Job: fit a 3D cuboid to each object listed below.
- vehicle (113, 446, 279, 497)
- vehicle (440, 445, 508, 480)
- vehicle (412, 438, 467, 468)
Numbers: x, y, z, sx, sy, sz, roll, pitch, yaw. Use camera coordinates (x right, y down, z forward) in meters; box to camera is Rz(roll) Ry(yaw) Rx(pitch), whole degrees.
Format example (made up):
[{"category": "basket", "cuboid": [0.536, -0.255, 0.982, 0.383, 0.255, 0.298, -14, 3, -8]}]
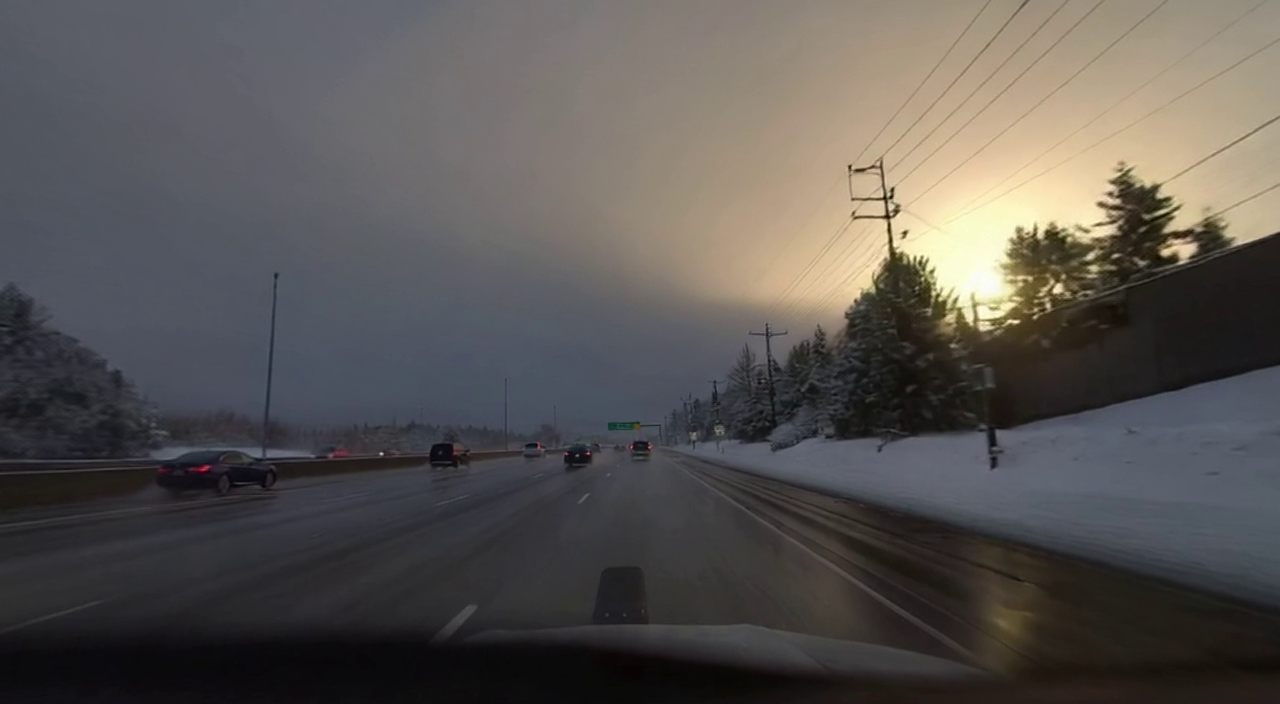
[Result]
[{"category": "vehicle", "cuboid": [-14.374, 3.869, 20.872, 1.885, 1.474, 4.849, 0, -9, 1]}, {"category": "vehicle", "cuboid": [-7.420, 4.970, 28.605, 1.899, 1.472, 4.202, 0, -9, 1]}, {"category": "vehicle", "cuboid": [-14.226, 7.191, 45.057, 2.172, 1.946, 5.017, 0, -9, 1]}]
